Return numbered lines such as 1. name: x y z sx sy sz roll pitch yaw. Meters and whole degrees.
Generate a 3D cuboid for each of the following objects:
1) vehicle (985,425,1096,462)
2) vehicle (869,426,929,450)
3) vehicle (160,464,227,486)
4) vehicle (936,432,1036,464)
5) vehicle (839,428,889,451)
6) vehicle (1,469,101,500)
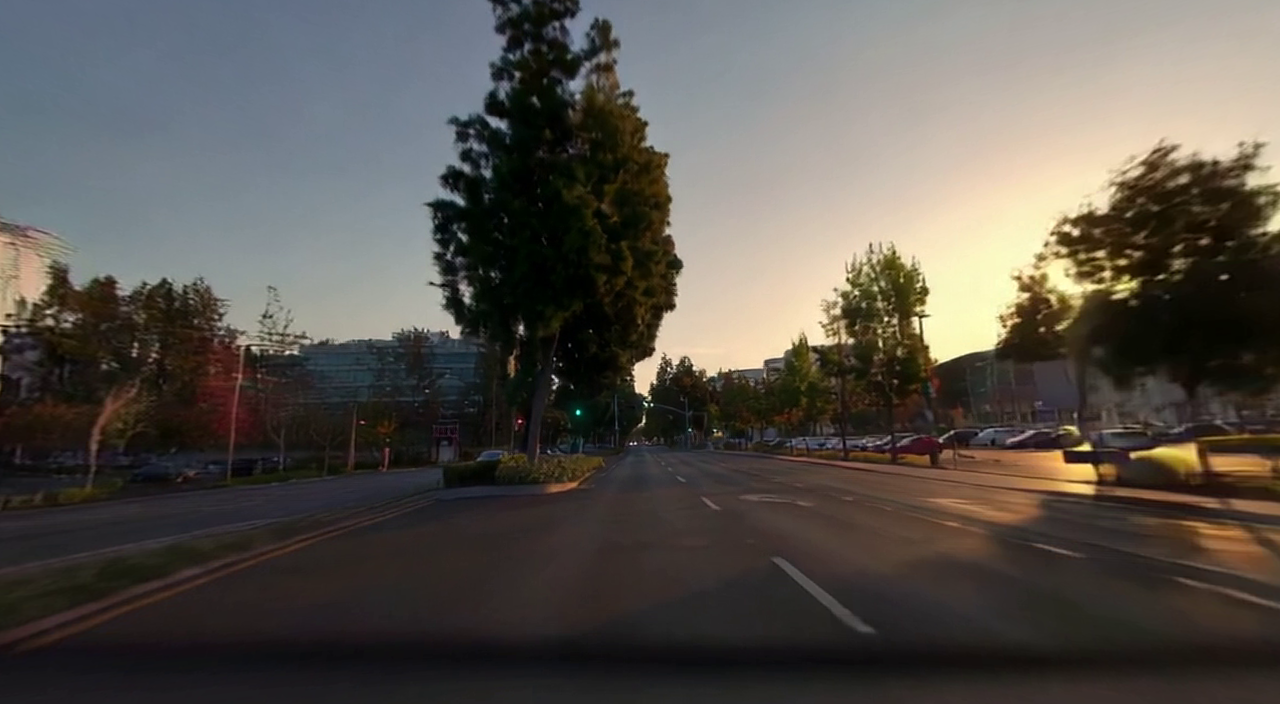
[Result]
1. vehicle: 19.698 4.557 31.380 1.995 1.673 4.725 -1 -8 -6
2. vehicle: 18.130 6.091 44.472 1.890 1.612 4.797 1 -8 -5
3. vehicle: -30.258 8.314 42.842 3.332 1.364 1.702 -1 -8 7
4. vehicle: 17.199 4.793 31.691 1.974 1.446 4.614 1 -8 -7
5. vehicle: 17.612 6.948 49.905 1.912 1.646 4.870 -1 -9 -2
6. vehicle: -29.627 6.644 31.847 3.380 1.342 1.686 -2 -8 1
